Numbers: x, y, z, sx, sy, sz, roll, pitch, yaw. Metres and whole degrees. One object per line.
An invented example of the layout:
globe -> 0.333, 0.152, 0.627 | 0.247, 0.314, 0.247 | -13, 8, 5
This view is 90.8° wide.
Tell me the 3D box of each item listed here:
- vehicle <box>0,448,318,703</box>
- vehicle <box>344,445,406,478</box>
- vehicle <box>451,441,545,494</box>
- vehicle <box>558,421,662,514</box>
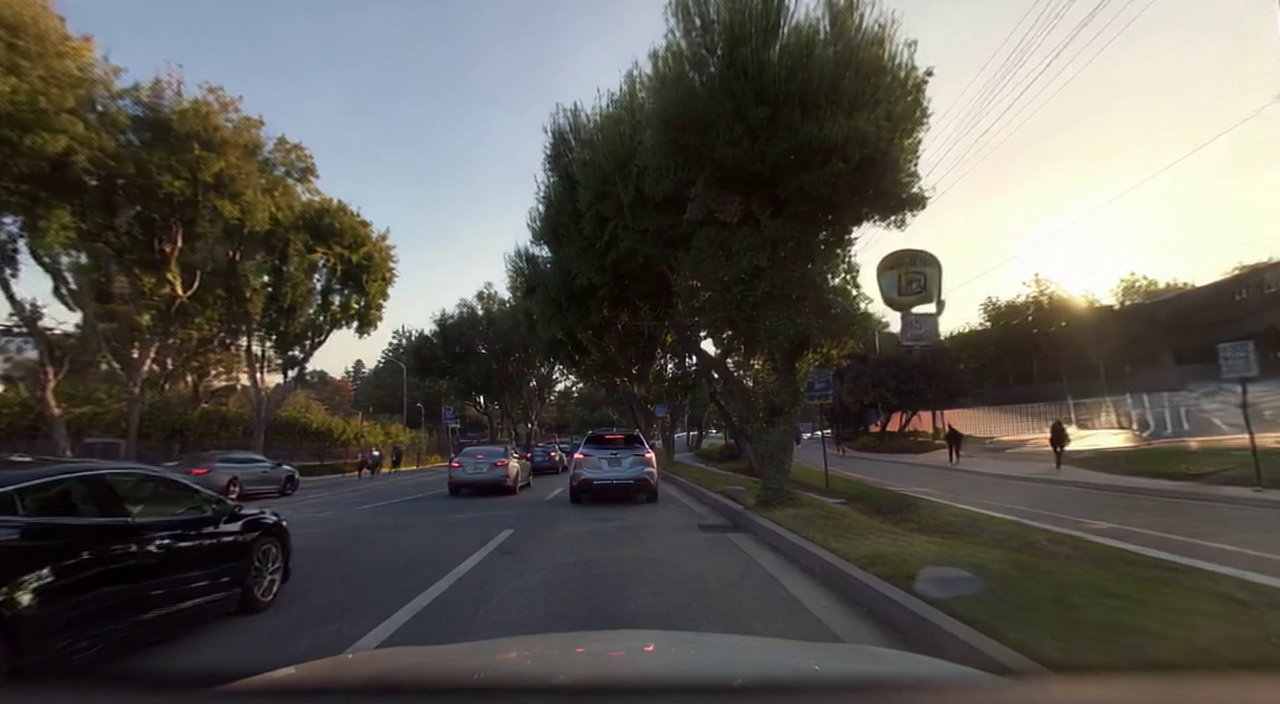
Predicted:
vehicle -> -3.716, 1.163, 3.187 | 1.865, 1.314, 4.461 | 0, -8, 0
vehicle -> -15.642, 6.458, 37.494 | 1.785, 1.745, 4.405 | 0, -8, -1
vehicle -> -4.400, 3.629, 20.334 | 2.087, 1.485, 4.452 | 0, -8, -1
vehicle -> -0.637, 2.527, 14.239 | 2.012, 1.769, 3.897 | 0, -8, -2
